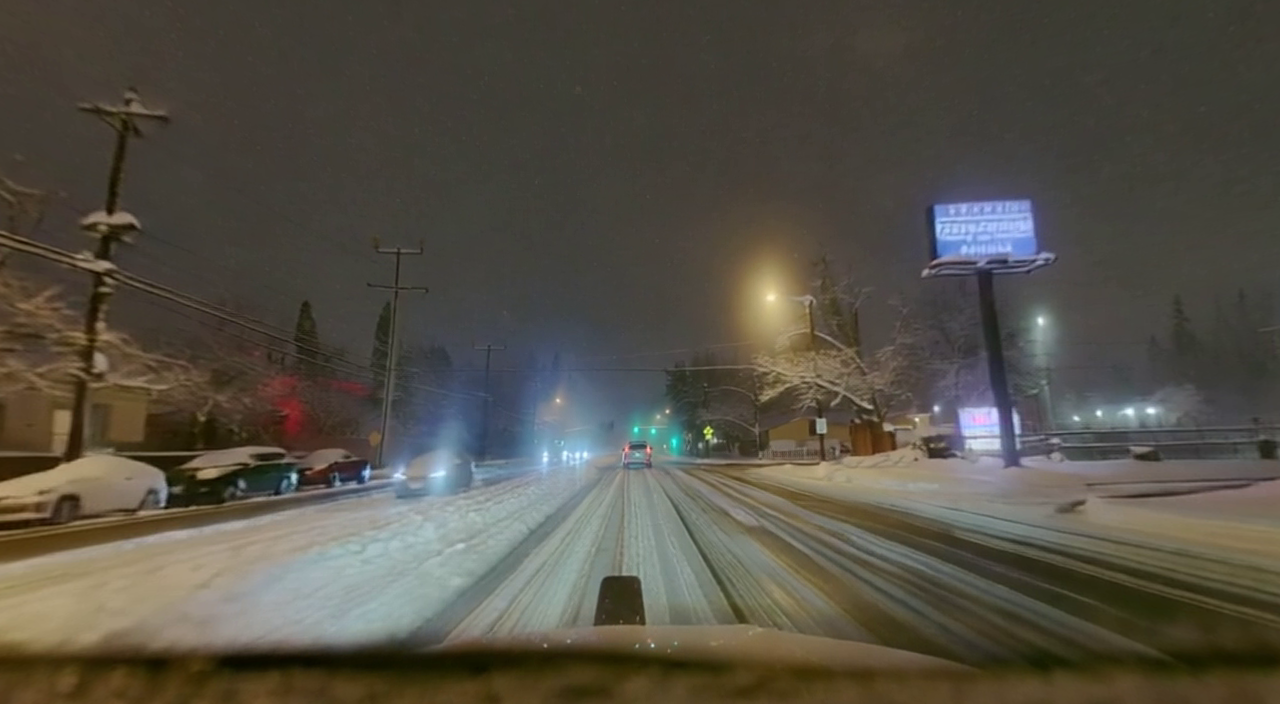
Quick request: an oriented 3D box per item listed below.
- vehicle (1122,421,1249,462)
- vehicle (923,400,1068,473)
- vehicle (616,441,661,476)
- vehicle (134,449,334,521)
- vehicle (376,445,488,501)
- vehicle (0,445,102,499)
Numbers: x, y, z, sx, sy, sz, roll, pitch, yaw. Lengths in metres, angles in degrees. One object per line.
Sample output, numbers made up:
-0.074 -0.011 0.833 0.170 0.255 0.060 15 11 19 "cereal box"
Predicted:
27.742 4.587 32.407 2.024 1.827 4.995 -3 -8 1 "vehicle"
13.987 3.440 25.488 2.449 2.564 5.877 0 -8 1 "vehicle"
-0.058 5.249 31.426 2.067 1.547 4.513 0 -8 0 "vehicle"
-9.792 3.195 15.837 1.888 1.465 4.701 0 -8 0 "vehicle"
-6.162 3.608 19.327 1.923 1.472 4.342 0 -8 0 "vehicle"
-20.787 3.963 21.146 1.911 1.663 4.115 0 -8 -1 "vehicle"
